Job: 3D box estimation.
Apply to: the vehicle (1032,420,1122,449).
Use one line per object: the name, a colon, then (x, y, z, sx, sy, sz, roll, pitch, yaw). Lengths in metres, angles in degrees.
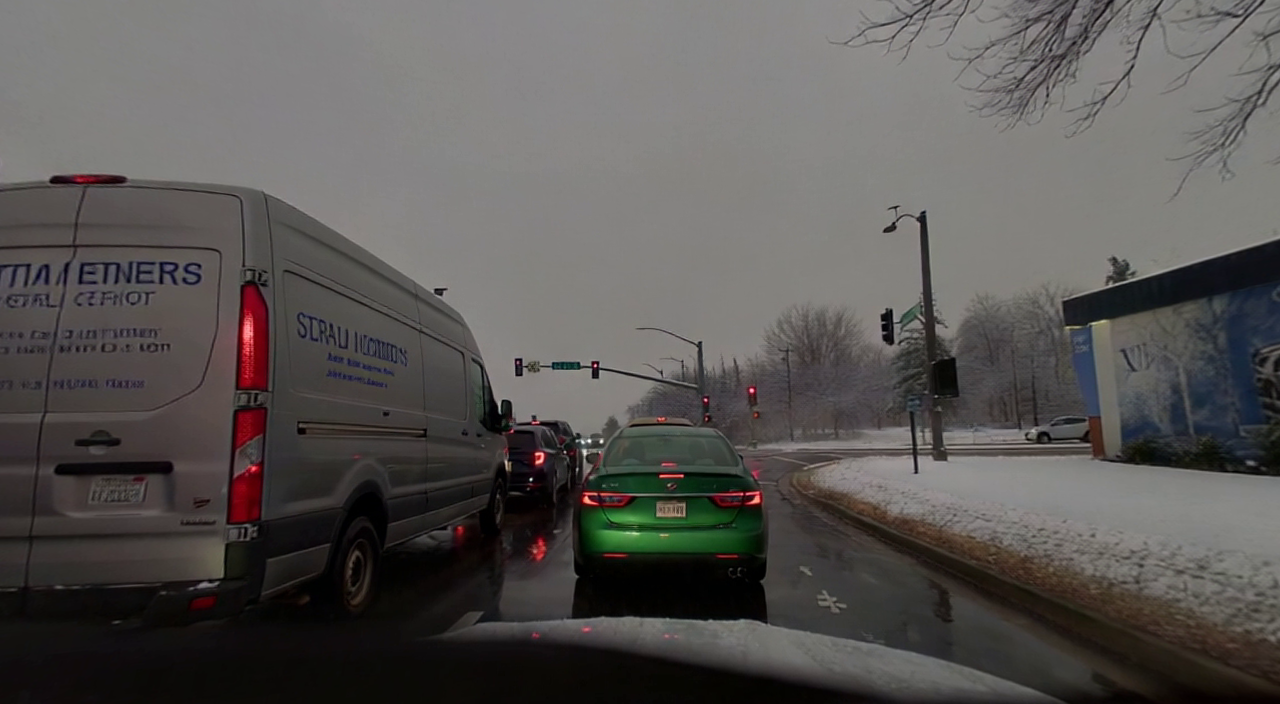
vehicle: (32.025, 6.056, 46.182, 5.084, 2.041, 2.360, 2, -9, -9)

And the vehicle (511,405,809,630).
vehicle: (0.304, 1.642, 7.287, 2.398, 1.773, 4.254, -1, -8, 4)

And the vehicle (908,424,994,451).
vehicle: (21.955, 6.067, 44.511, 5.021, 1.848, 2.210, 1, -9, -9)

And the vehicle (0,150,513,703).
vehicle: (-3.099, 0.881, 5.845, 2.555, 3.035, 5.702, 0, -8, 0)
